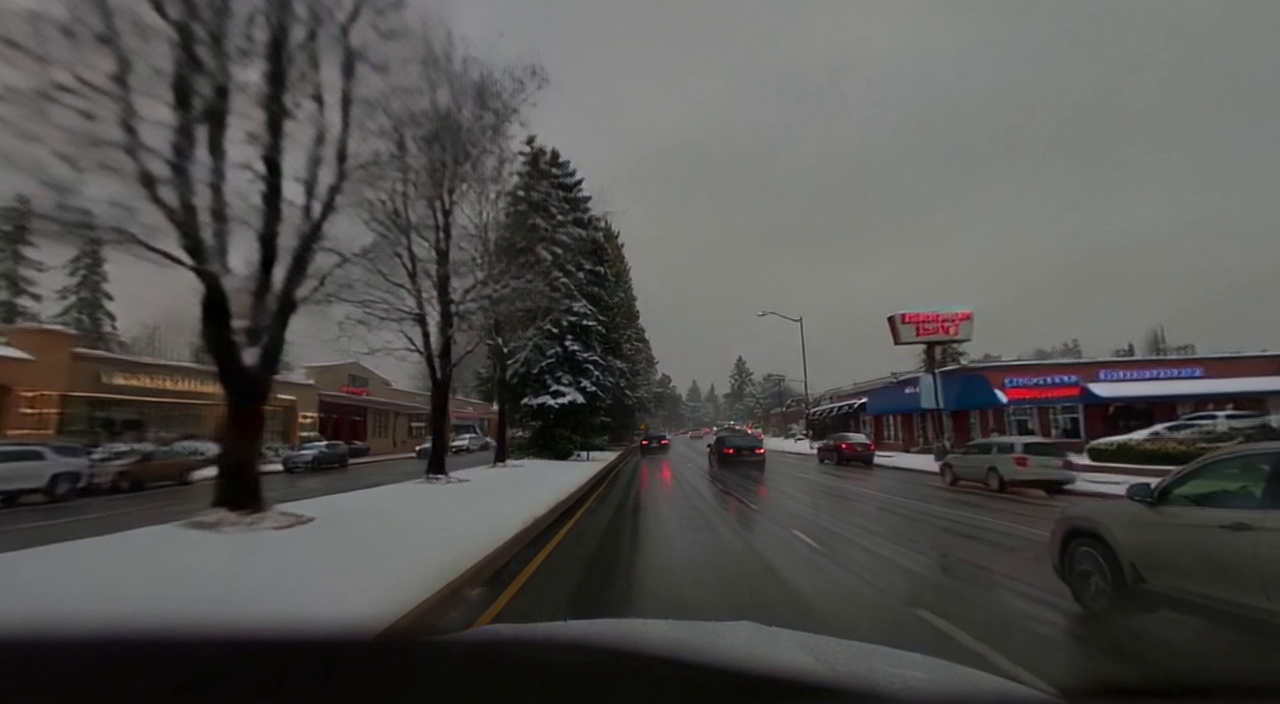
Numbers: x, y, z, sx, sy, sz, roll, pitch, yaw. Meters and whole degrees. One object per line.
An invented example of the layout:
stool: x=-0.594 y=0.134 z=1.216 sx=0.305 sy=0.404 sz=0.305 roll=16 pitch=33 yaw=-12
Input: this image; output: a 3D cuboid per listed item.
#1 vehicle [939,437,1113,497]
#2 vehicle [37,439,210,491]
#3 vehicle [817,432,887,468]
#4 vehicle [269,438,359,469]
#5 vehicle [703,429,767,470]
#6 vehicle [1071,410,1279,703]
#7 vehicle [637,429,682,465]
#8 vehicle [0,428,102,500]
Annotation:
vehicle: x=10.979 y=3.281 z=18.372 sx=2.110 sy=1.535 sz=4.506 roll=0 pitch=-8 yaw=-2
vehicle: x=-18.546 y=4.050 z=22.974 sx=2.141 sy=1.655 sz=4.978 roll=0 pitch=-8 yaw=-1
vehicle: x=10.854 y=5.068 z=32.525 sx=2.123 sy=1.726 sz=4.520 roll=0 pitch=-8 yaw=1
vehicle: x=-18.265 y=5.681 z=35.520 sx=2.034 sy=1.532 sz=5.548 roll=0 pitch=-7 yaw=1
vehicle: x=4.110 y=4.311 z=27.887 sx=2.115 sy=1.692 sz=4.189 roll=0 pitch=-8 yaw=-1
vehicle: x=4.041 y=0.893 z=2.175 sx=1.908 sy=1.463 sz=4.506 roll=0 pitch=-8 yaw=0
vehicle: x=0.945 y=4.796 z=31.718 sx=2.098 sy=1.682 sz=3.778 roll=0 pitch=-8 yaw=1
vehicle: x=-18.589 y=3.153 z=17.725 sx=1.948 sy=1.965 sz=5.421 roll=0 pitch=-8 yaw=-1
